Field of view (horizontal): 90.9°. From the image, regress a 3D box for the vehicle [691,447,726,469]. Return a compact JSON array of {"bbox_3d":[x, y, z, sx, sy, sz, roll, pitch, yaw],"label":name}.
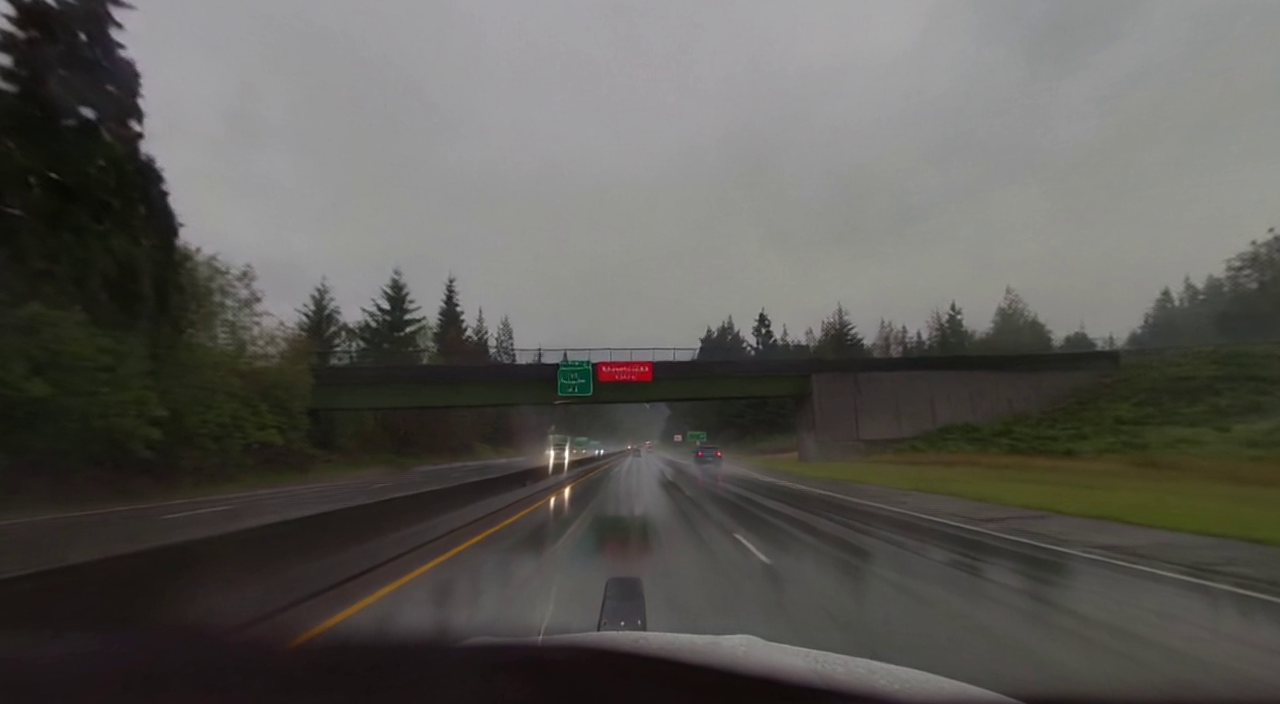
[{"bbox_3d":[4.794,7.443,44.469,1.987,1.473,4.244,0,-9,0],"label":"vehicle"}]
